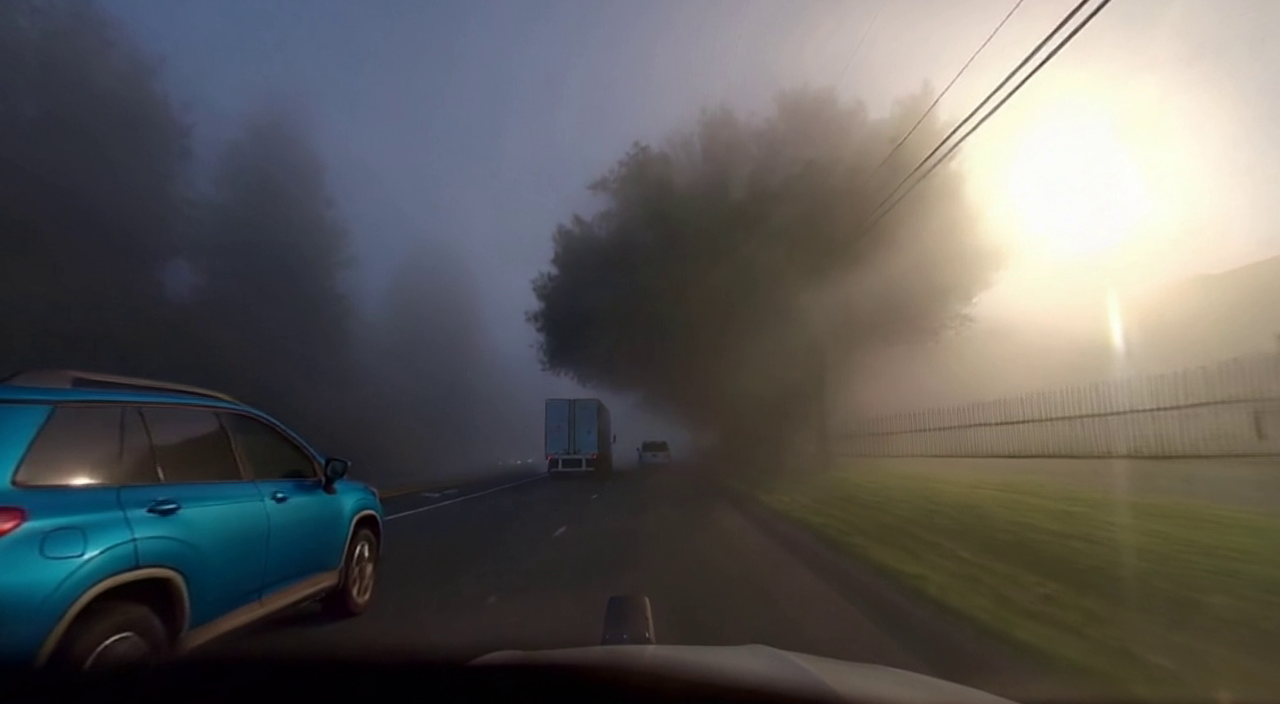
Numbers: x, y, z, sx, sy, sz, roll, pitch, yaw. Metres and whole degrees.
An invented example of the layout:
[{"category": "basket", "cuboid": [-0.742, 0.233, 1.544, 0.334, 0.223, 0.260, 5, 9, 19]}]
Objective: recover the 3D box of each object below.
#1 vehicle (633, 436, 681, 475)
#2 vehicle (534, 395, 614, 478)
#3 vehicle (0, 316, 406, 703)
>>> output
[{"category": "vehicle", "cuboid": [0.793, 5.010, 30.621, 2.174, 1.749, 4.113, 0, -8, 1]}, {"category": "vehicle", "cuboid": [-3.079, 4.398, 32.406, 2.928, 3.658, 8.980, 0, -8, 1]}, {"category": "vehicle", "cuboid": [-3.293, 1.014, 3.640, 2.093, 1.832, 4.508, 0, -9, 1]}]
